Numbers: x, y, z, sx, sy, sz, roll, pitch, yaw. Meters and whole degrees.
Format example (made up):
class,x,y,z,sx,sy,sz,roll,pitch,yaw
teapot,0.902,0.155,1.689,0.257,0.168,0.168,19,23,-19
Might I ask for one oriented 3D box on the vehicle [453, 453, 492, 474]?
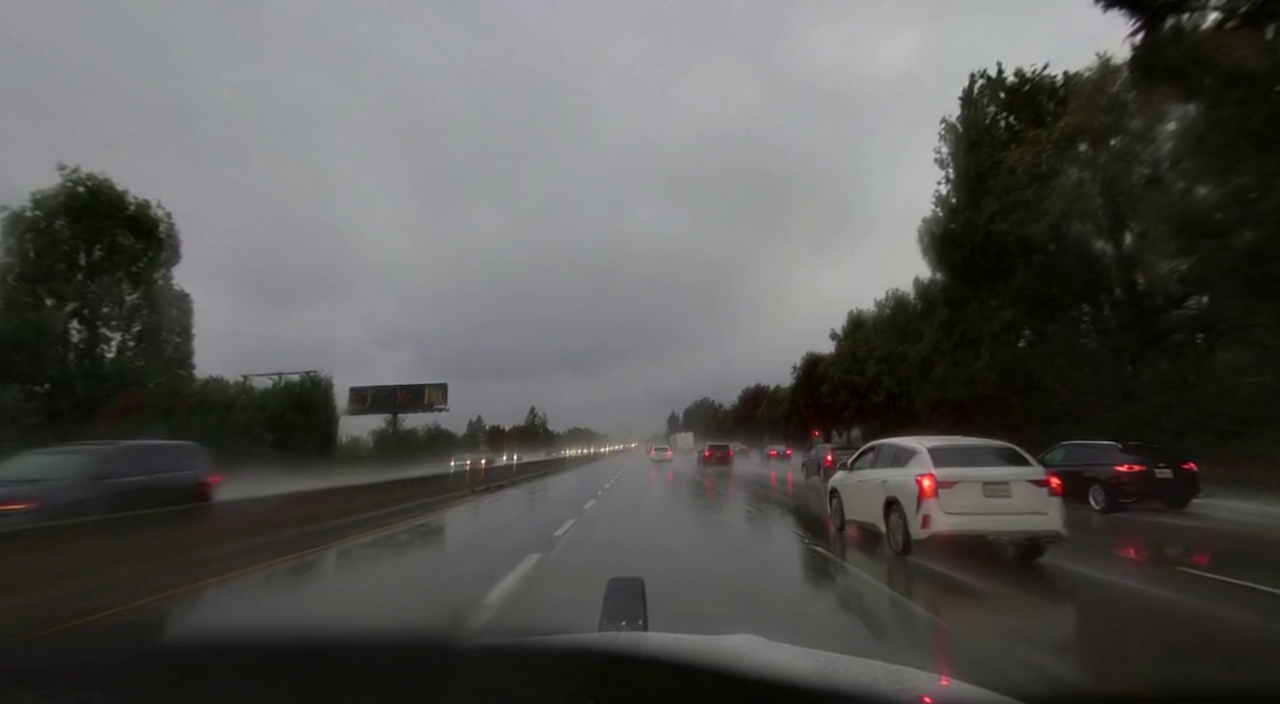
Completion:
class,x,y,z,sx,sy,sz,roll,pitch,yaw
vehicle,-13.145,8.763,49.783,1.843,1.461,4.292,-1,-8,1

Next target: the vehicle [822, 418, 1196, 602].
class,x,y,z,sx,sy,sz,roll,pitch,yaw
vehicle,3.930,1.728,7.867,1.989,1.609,4.355,0,-8,0

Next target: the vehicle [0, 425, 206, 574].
class,x,y,z,sx,sy,sz,roll,pitch,yaw
vehicle,-9.918,2.270,10.266,2.277,2.018,4.739,-1,-8,0

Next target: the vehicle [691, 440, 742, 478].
class,x,y,z,sx,sy,sz,roll,pitch,yaw
vehicle,3.972,5.607,33.513,2.075,1.845,4.667,0,-8,-1

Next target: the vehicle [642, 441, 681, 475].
class,x,y,z,sx,sy,sz,roll,pitch,yaw
vehicle,1.181,6.080,36.444,2.145,1.832,4.004,0,-8,0
